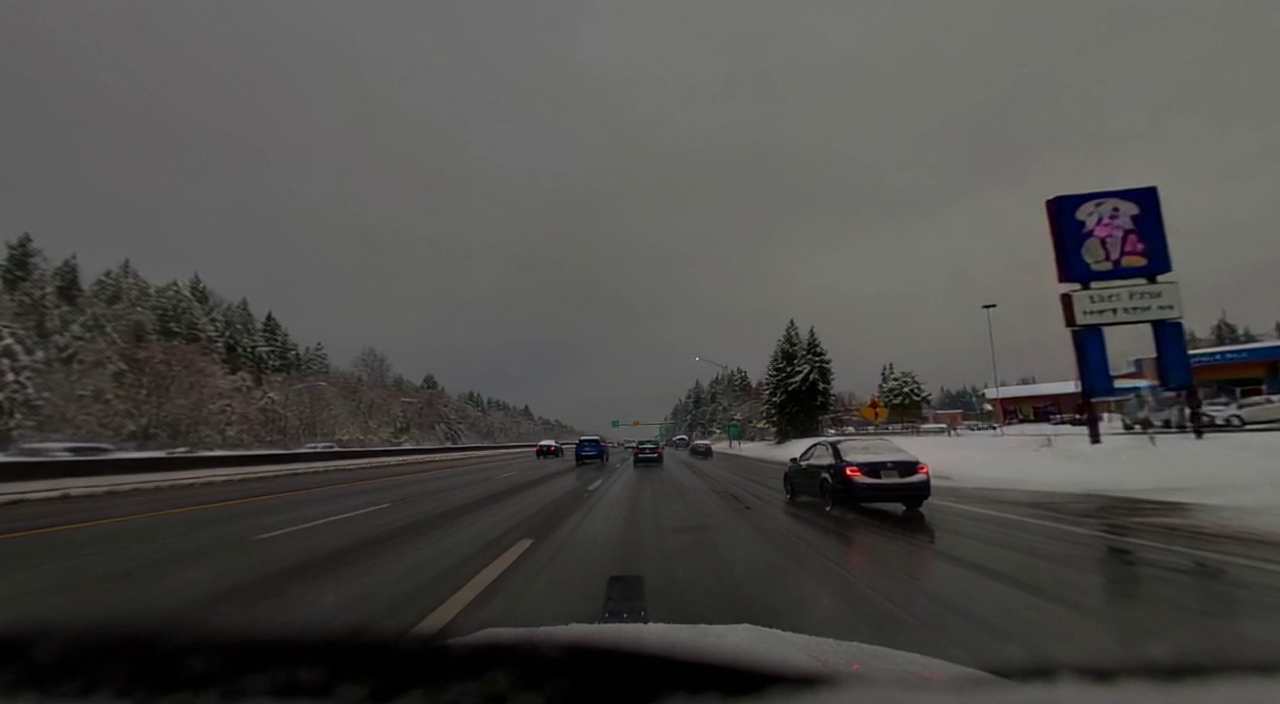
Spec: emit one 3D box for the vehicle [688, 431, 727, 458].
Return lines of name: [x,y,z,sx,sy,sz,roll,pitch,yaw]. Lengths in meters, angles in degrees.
vehicle: [4.698,6.485,44.419,2.261,1.781,4.709,0,-8,0]

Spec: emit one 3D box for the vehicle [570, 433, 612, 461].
vehicle: [-2.854,5.686,37.813,1.927,1.586,5.142,0,-8,2]

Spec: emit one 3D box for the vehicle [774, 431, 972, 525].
vehicle: [4.081,2.271,11.995,2.030,1.442,4.358,0,-8,-1]

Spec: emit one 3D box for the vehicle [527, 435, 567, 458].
vehicle: [-6.436,6.601,43.995,1.932,1.497,4.458,0,-8,2]

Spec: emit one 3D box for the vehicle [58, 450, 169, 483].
vehicle: [-25.272,5.494,30.495,1.784,1.424,4.083,0,-8,1]

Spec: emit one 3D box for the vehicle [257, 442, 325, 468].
vehicle: [-21.454,6.348,38.978,1.853,1.488,4.035,0,-8,1]

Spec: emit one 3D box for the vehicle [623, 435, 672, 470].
vehicle: [0.347,4.599,29.079,2.113,1.464,4.073,0,-8,1]
